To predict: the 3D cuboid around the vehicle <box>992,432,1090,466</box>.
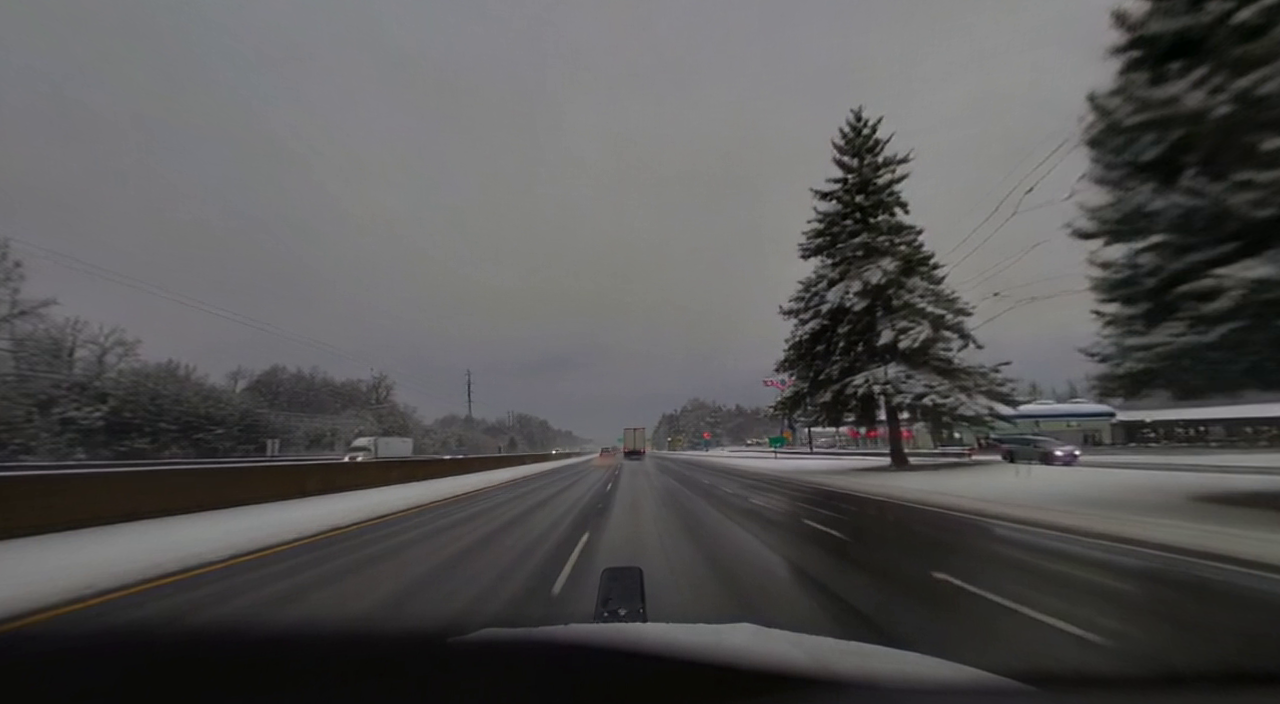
[{"bbox_3d":[20.517,4.997,32.501,2.029,1.578,4.313,0,-9,-3],"label":"vehicle"}]
